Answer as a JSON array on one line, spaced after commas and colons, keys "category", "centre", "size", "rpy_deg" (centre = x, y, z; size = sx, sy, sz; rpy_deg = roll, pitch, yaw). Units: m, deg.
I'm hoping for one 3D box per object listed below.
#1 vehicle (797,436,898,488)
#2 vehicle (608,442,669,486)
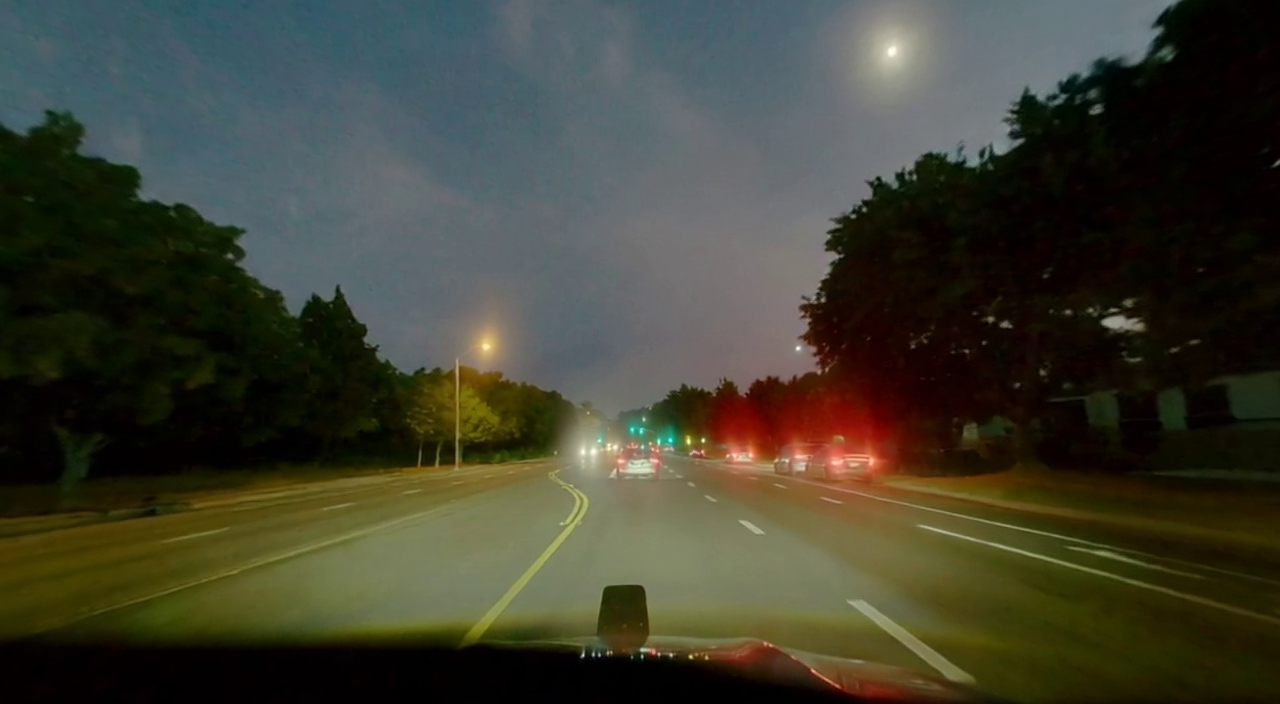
[{"category": "vehicle", "centre": [8.090, 4.326, 25.167], "size": [2.185, 1.818, 5.038], "rpy_deg": [0, -9, -2]}, {"category": "vehicle", "centre": [-0.064, 4.140, 23.679], "size": [2.099, 1.470, 4.302], "rpy_deg": [0, -9, 0]}]
